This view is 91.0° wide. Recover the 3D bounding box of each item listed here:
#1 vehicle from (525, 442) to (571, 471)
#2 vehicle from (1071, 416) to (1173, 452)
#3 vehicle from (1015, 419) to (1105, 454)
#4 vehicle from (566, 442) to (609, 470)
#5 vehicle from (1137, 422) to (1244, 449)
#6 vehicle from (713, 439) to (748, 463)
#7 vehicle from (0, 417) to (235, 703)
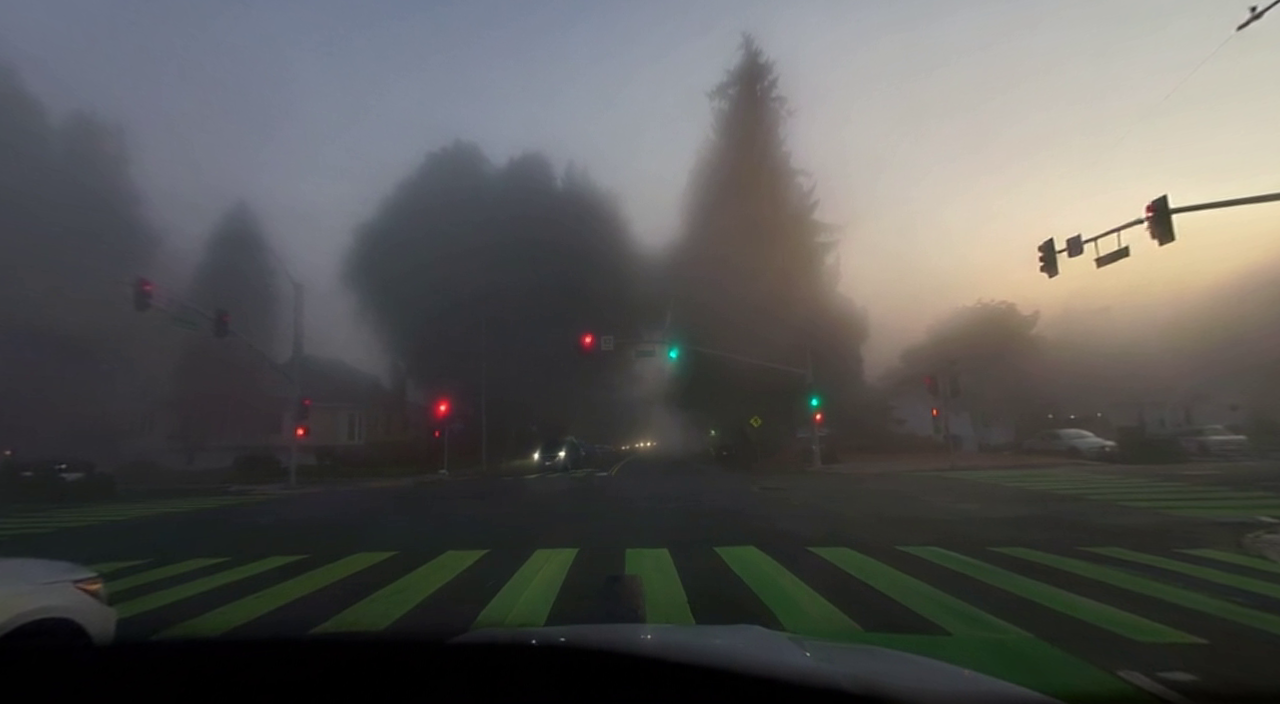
[{"bbox_3d":[-5.672,6.496,39.388,1.982,1.686,4.195,-1,-9,4],"label":"vehicle"},{"bbox_3d":[26.392,4.557,34.676,2.033,1.821,4.542,-1,-8,2],"label":"vehicle"},{"bbox_3d":[23.227,4.734,35.029,1.964,1.759,4.583,-1,-8,3],"label":"vehicle"},{"bbox_3d":[-2.912,5.888,35.833,1.982,1.472,4.103,-1,-8,2],"label":"vehicle"},{"bbox_3d":[30.189,4.656,34.738,1.837,1.396,4.695,-1,-8,3],"label":"vehicle"},{"bbox_3d":[6.232,6.877,43.681,1.891,1.584,3.802,0,-8,1],"label":"vehicle"},{"bbox_3d":[-3.414,0.846,1.320,1.904,1.489,4.746,0,-8,1],"label":"vehicle"}]
